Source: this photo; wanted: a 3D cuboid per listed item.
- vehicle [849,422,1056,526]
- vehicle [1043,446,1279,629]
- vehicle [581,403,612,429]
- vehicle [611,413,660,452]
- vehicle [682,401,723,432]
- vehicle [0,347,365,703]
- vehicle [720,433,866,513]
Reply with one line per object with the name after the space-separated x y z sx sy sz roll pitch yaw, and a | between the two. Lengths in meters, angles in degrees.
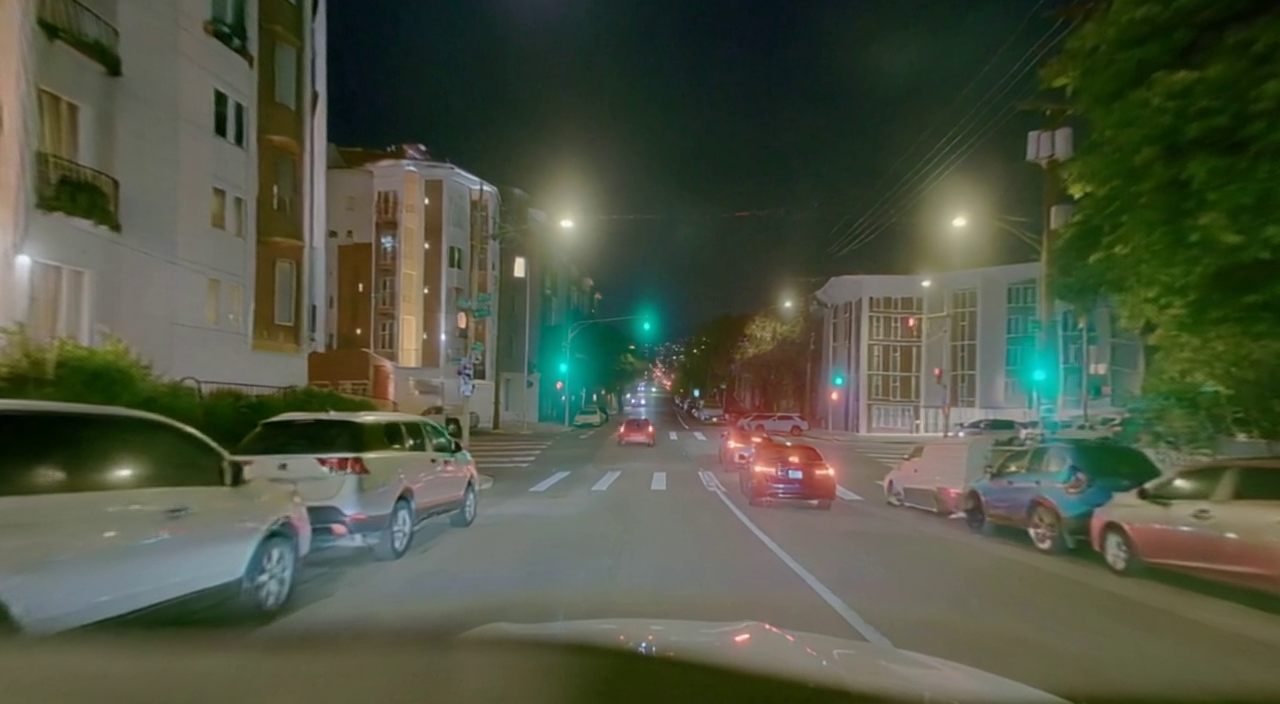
6.098 2.419 13.070 1.999 1.752 4.502 0 -8 1 | vehicle
6.112 1.588 5.735 1.962 1.438 4.440 0 -8 0 | vehicle
-2.828 4.267 41.485 1.878 1.521 3.697 0 -8 -1 | vehicle
-0.149 3.364 26.791 1.923 1.460 3.923 0 -4 1 | vehicle
3.740 3.980 38.407 2.093 1.655 4.327 0 -8 1 | vehicle
-3.496 1.005 3.548 1.922 1.704 4.398 0 -8 -1 | vehicle
3.100 2.575 13.945 2.055 1.450 4.676 0 -8 0 | vehicle
